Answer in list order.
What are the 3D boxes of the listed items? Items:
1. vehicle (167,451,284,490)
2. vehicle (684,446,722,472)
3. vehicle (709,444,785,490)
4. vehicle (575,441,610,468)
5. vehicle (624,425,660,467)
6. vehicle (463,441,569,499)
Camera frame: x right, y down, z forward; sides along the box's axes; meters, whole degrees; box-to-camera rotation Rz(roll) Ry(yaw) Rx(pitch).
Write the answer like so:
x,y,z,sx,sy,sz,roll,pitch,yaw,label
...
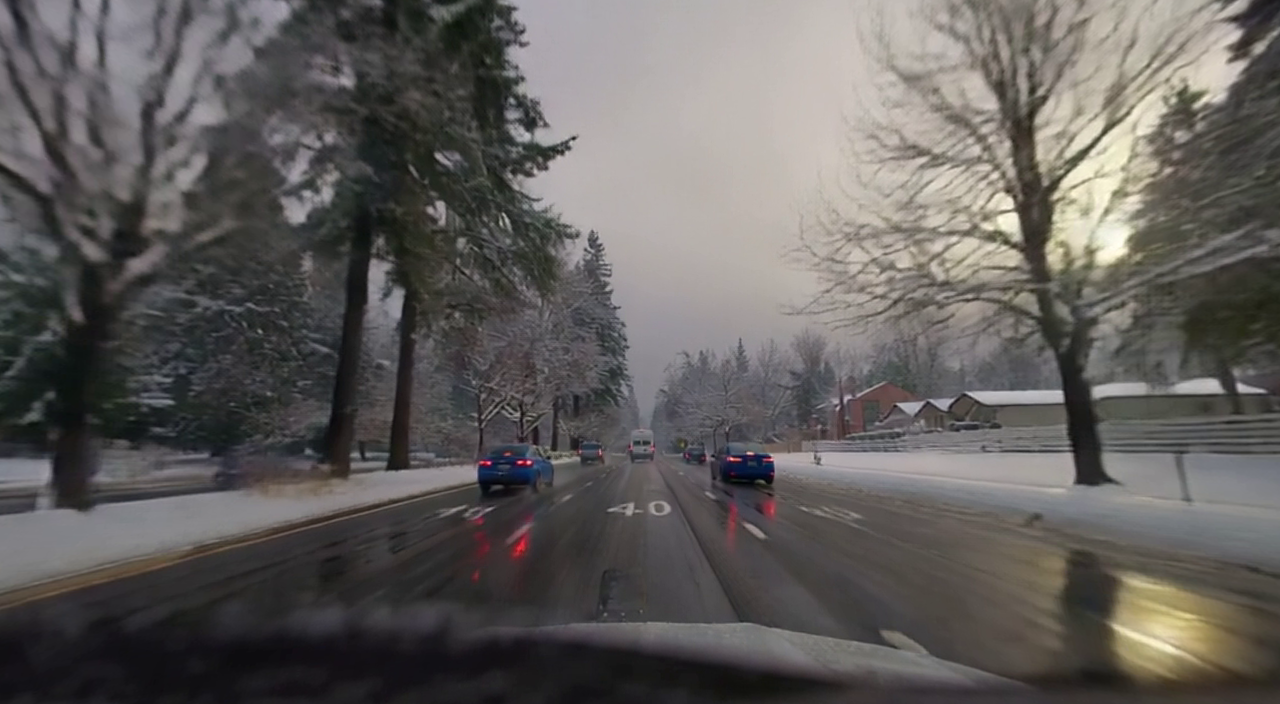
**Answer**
x,y,z,sx,sy,sz,roll,pitch,yaw,label
-17.821,5.072,27.299,1.852,1.471,4.746,0,-8,0,vehicle
3.896,6.705,39.639,1.905,1.520,4.340,2,-8,-1,vehicle
3.681,4.019,22.362,1.945,1.469,4.258,0,-8,0,vehicle
-3.199,7.047,43.308,2.021,1.715,4.329,0,-8,1,vehicle
0.181,6.618,44.108,2.311,2.726,5.814,0,-8,1,vehicle
-3.435,3.354,18.377,2.036,1.474,4.647,0,-8,2,vehicle
